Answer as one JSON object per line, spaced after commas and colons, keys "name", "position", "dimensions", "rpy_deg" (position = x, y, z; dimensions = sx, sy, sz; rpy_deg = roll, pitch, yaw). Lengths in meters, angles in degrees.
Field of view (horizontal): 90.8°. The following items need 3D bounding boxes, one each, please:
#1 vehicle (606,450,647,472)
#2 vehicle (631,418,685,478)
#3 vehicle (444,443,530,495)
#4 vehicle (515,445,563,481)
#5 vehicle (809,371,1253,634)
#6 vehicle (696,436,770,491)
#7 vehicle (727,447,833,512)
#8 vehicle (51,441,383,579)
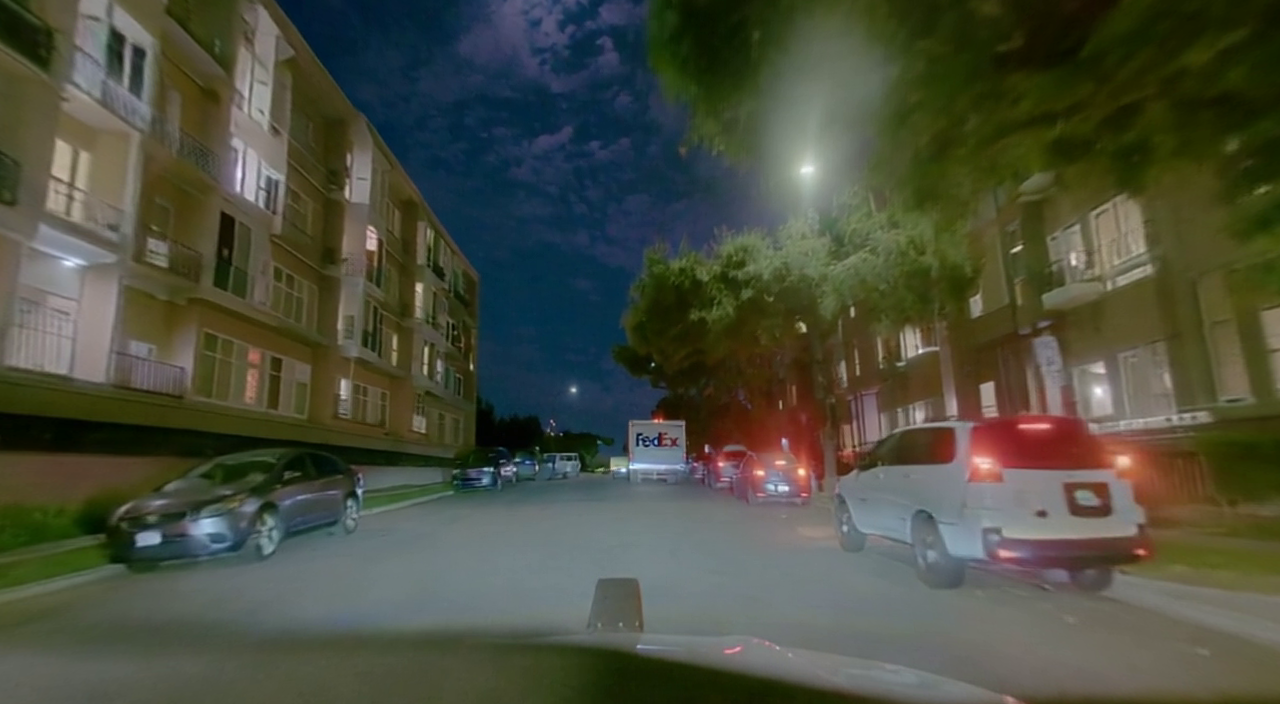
{"name": "vehicle", "position": [-0.943, 8.021, 46.665], "dimensions": [1.981, 1.500, 3.992], "rpy_deg": [-2, -9, 14]}
{"name": "vehicle", "position": [0.940, 5.870, 38.822], "dimensions": [2.930, 3.275, 8.180], "rpy_deg": [0, -9, -1]}
{"name": "vehicle", "position": [-5.694, 4.392, 24.130], "dimensions": [2.089, 1.757, 4.256], "rpy_deg": [0, -9, 2]}
{"name": "vehicle", "position": [-5.564, 6.164, 35.346], "dimensions": [2.020, 1.867, 4.654], "rpy_deg": [0, -9, -1]}
{"name": "vehicle", "position": [3.630, 1.466, 7.053], "dimensions": [2.099, 2.018, 4.087], "rpy_deg": [0, -9, -4]}
{"name": "vehicle", "position": [3.692, 4.543, 26.112], "dimensions": [2.221, 1.991, 5.564], "rpy_deg": [0, -9, 0]}
{"name": "vehicle", "position": [3.575, 3.316, 17.049], "dimensions": [1.877, 1.500, 4.407], "rpy_deg": [0, -9, 0]}
{"name": "vehicle", "position": [-5.724, 2.131, 9.413], "dimensions": [1.888, 1.546, 4.306], "rpy_deg": [0, -9, 1]}
